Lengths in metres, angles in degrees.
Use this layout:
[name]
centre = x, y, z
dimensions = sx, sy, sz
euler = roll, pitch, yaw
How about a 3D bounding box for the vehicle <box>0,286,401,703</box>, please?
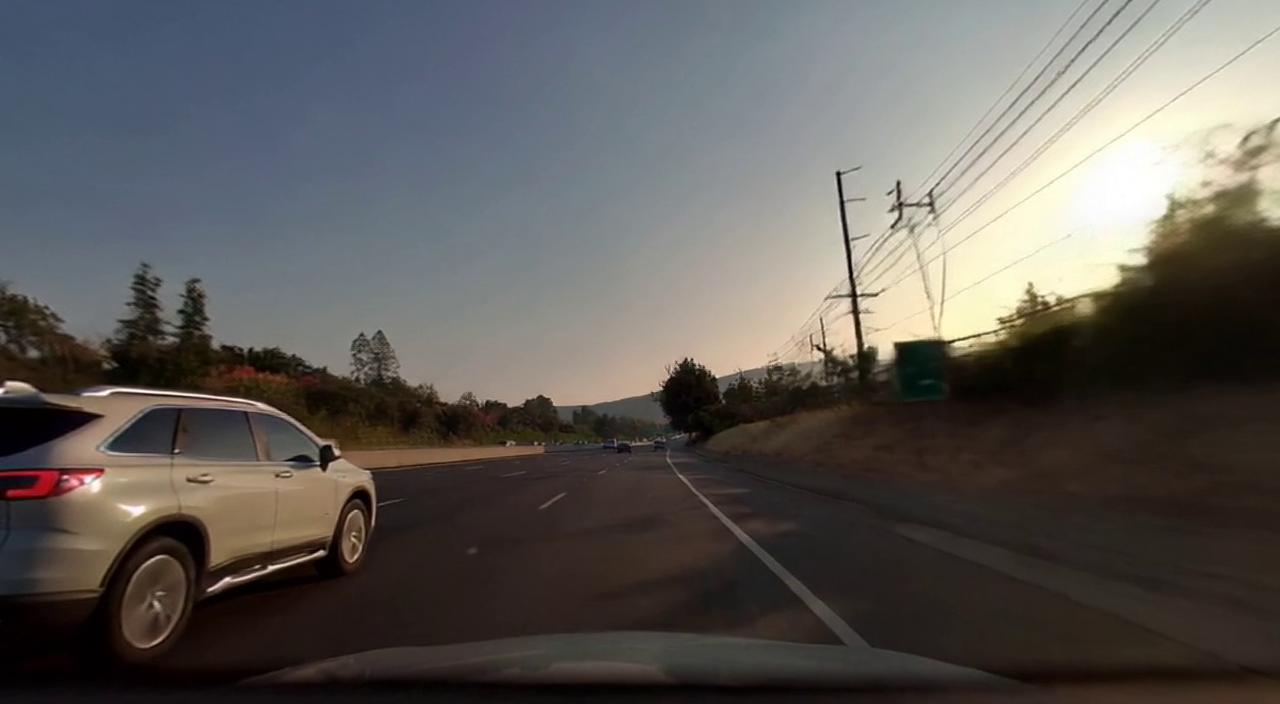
[vehicle]
centre = -3.693, 0.953, 4.170
dimensions = 2.136, 1.975, 5.037
euler = 0, -8, 1
